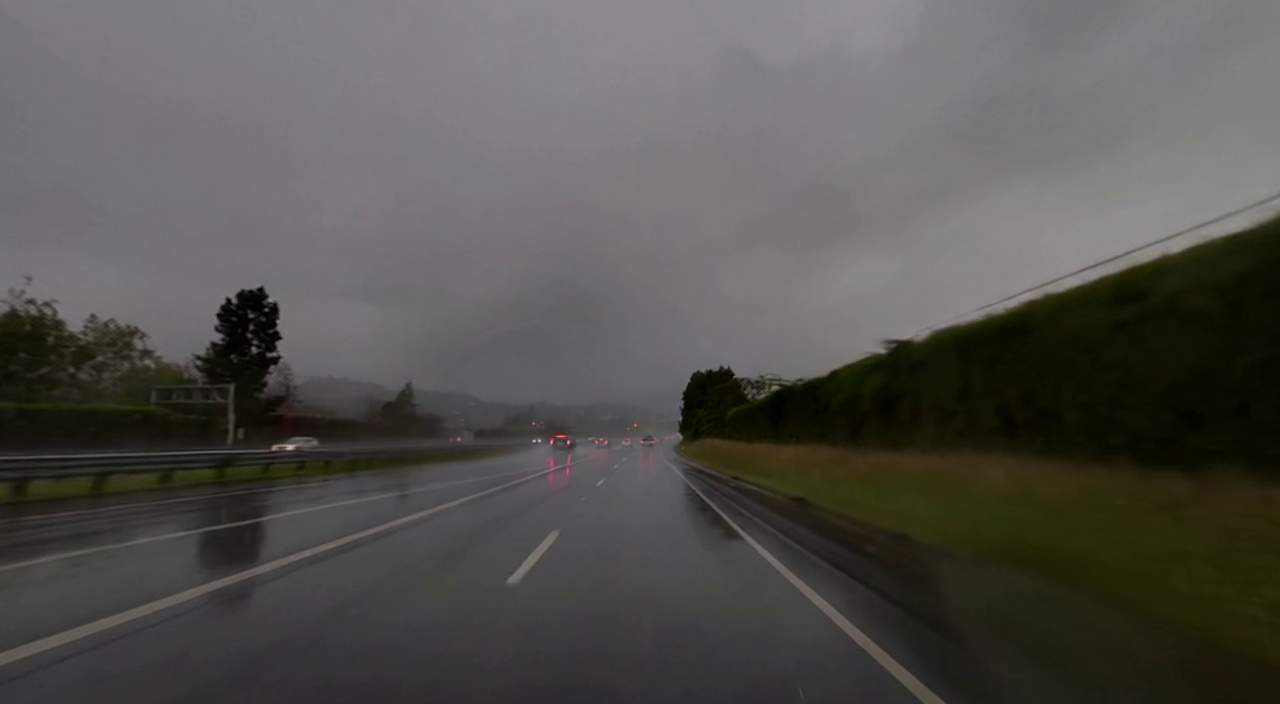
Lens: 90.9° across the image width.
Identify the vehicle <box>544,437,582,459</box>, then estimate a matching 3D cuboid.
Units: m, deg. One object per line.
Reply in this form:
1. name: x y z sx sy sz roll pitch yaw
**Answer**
1. vehicle: -5.667 7.106 46.852 2.141 1.612 3.998 -1 -8 4
